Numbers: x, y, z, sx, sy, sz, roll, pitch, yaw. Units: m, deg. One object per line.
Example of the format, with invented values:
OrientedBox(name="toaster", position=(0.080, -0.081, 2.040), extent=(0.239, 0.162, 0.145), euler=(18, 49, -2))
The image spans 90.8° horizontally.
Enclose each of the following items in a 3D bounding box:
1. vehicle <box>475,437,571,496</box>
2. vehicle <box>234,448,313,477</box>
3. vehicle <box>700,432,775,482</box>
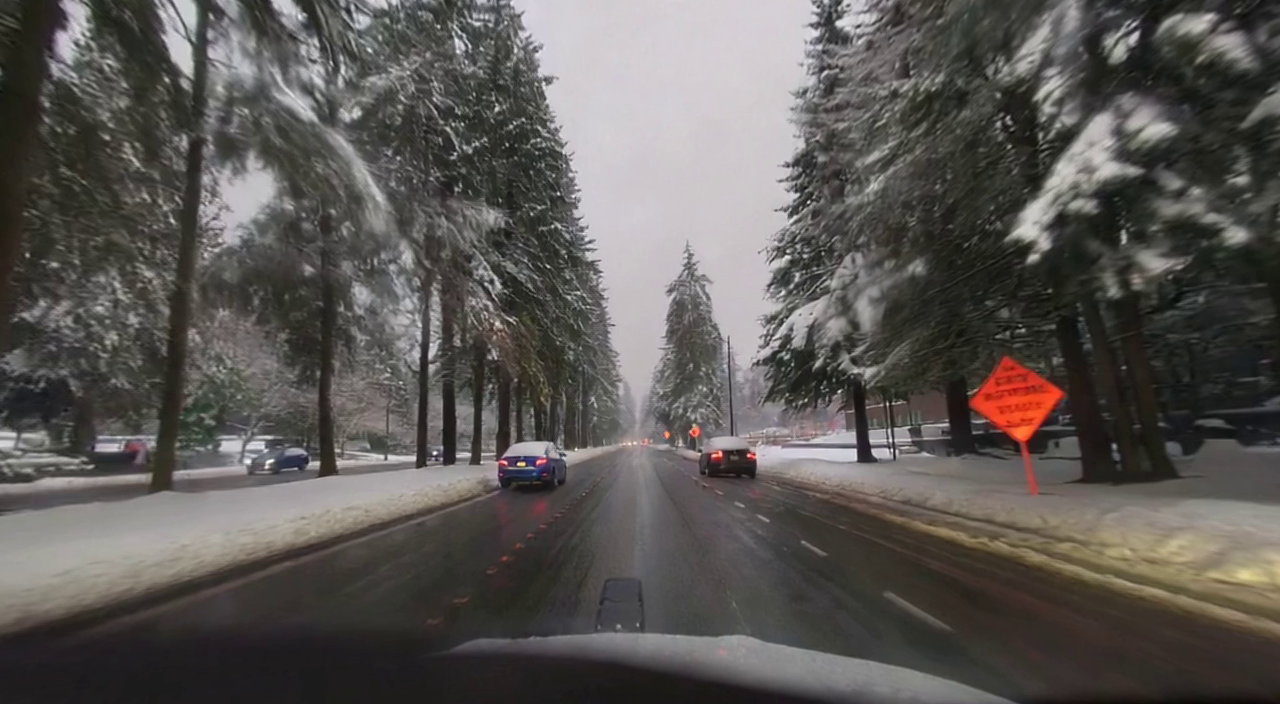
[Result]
OrientedBox(name="vehicle", position=(-3.203, 3.216, 18.149), extent=(2.020, 1.474, 4.098), euler=(0, -9, -1))
OrientedBox(name="vehicle", position=(-22.084, 6.655, 38.305), extent=(1.996, 1.605, 4.671), euler=(0, -9, 0))
OrientedBox(name="vehicle", position=(3.792, 4.185, 25.487), extent=(2.159, 1.793, 4.735), euler=(0, -9, -2))
